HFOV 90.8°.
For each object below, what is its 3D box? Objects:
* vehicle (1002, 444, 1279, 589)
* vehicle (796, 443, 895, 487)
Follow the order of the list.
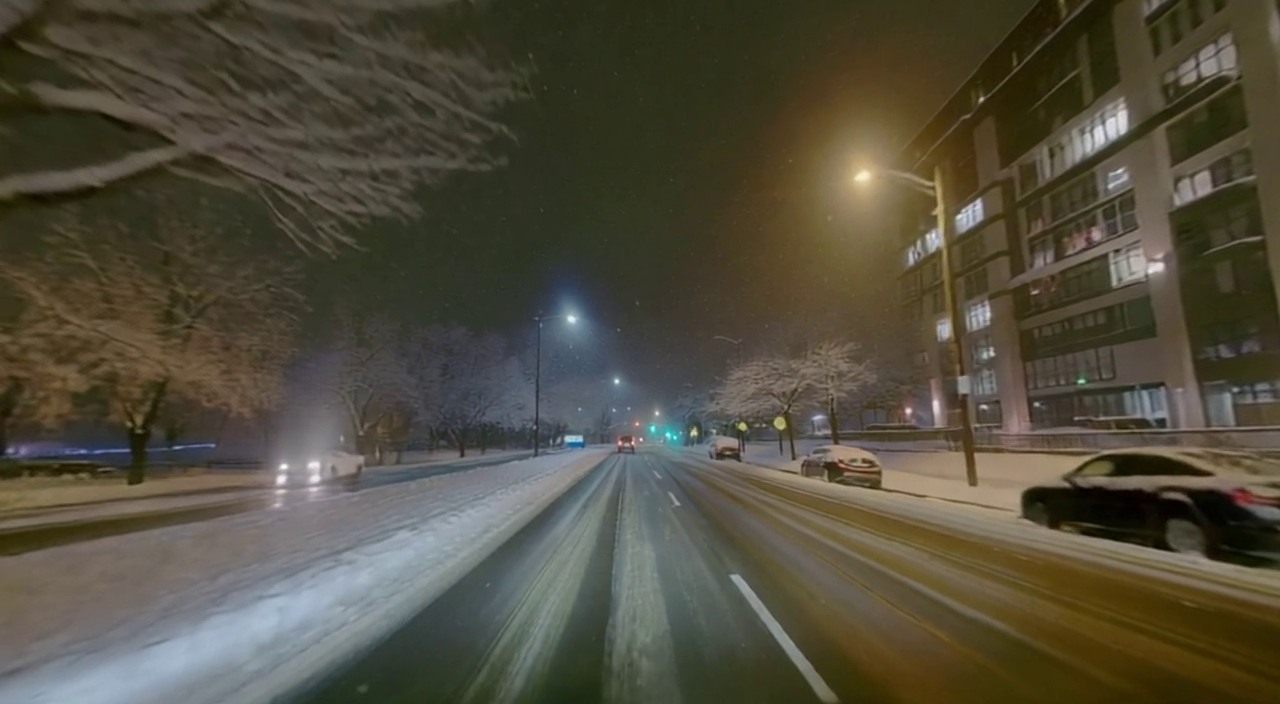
[{"bbox_3d":[7.431,2.016,8.777,1.991,1.446,4.685,0,-8,-1],"label":"vehicle"},{"bbox_3d":[7.378,4.084,23.254,2.024,1.447,4.665,0,-8,0],"label":"vehicle"}]
